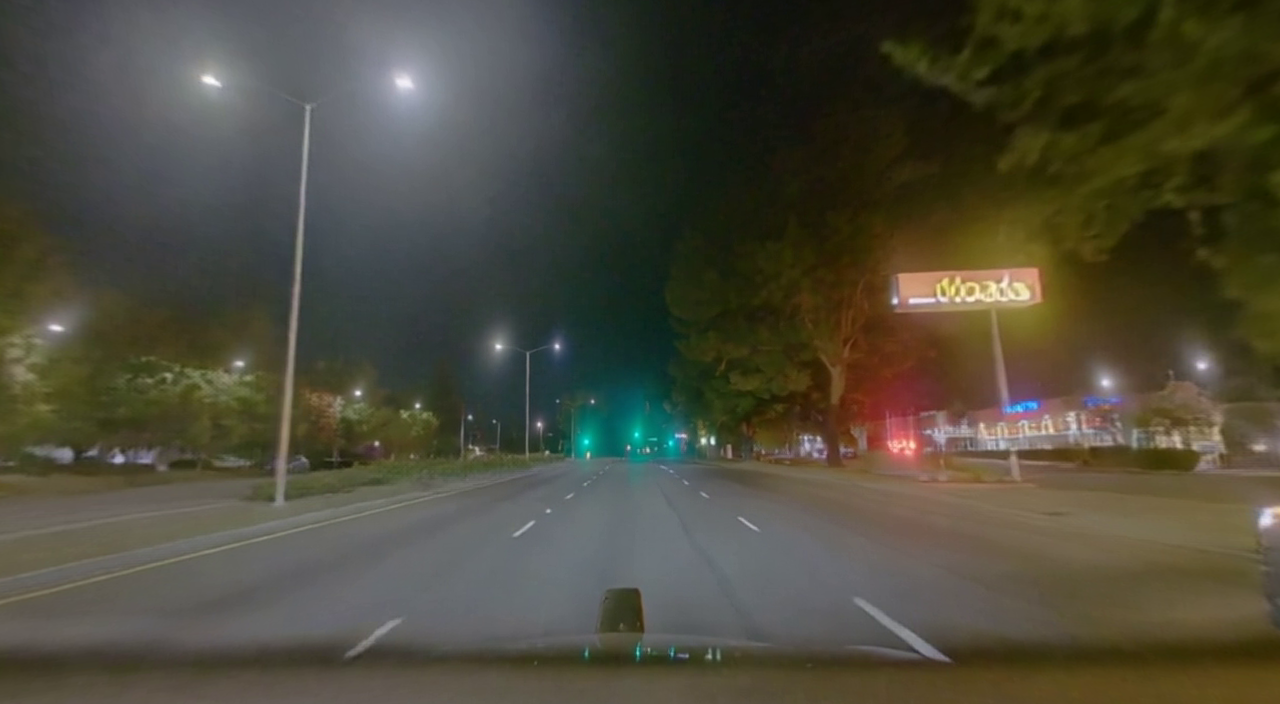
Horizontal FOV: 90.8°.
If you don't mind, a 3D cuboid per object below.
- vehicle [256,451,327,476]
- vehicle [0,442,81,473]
[{"bbox_3d":[-22.592,7.215,41.154,1.864,1.510,4.664,0,-8,2],"label":"vehicle"},{"bbox_3d":[-33.375,5.668,34.033,4.506,1.640,2.033,0,-8,1],"label":"vehicle"}]
